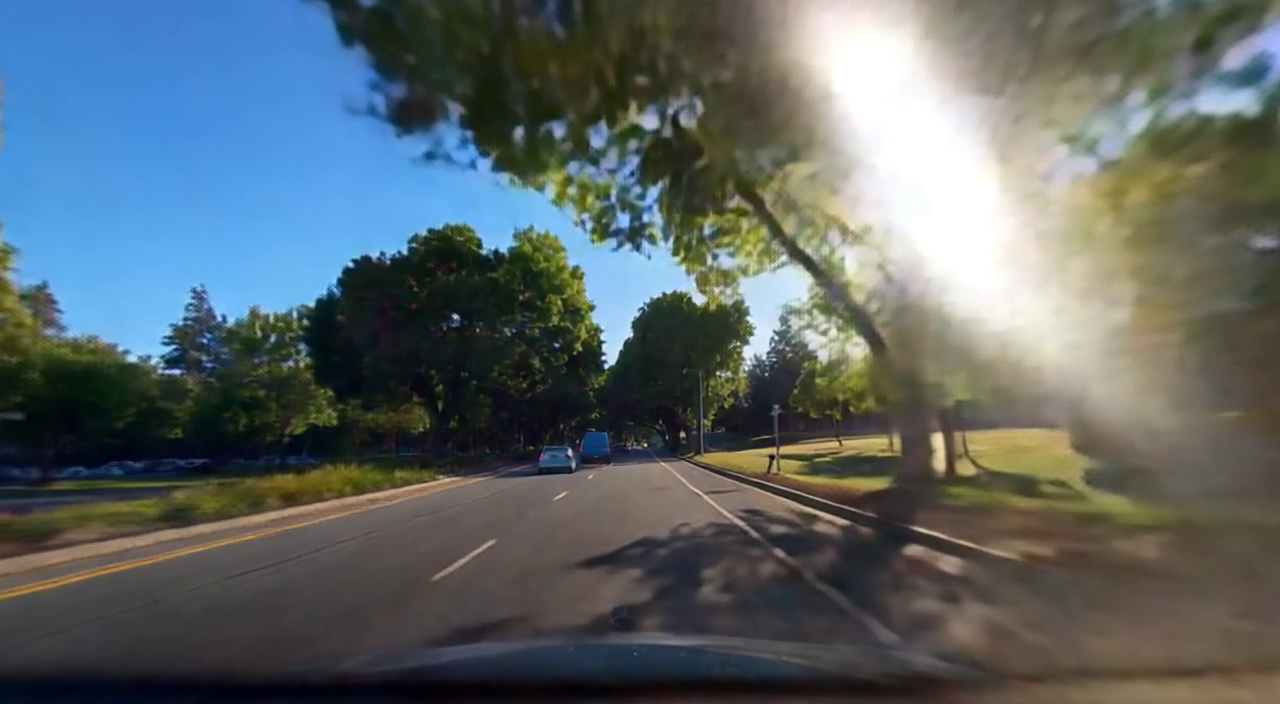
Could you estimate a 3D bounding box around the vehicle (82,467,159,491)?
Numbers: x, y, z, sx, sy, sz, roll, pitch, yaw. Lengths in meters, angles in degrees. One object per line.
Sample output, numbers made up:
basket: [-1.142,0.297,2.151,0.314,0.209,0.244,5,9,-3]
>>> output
vehicle: [-35.935,8.770,43.858,1.637,1.397,4.547,1,-9,-3]

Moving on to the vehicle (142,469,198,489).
vehicle: [-36.646,9.867,49.384,1.567,1.379,3.614,3,-10,-1]

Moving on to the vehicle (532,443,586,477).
vehicle: [-3.722,5.038,29.794,2.009,1.473,4.028,0,-9,0]
